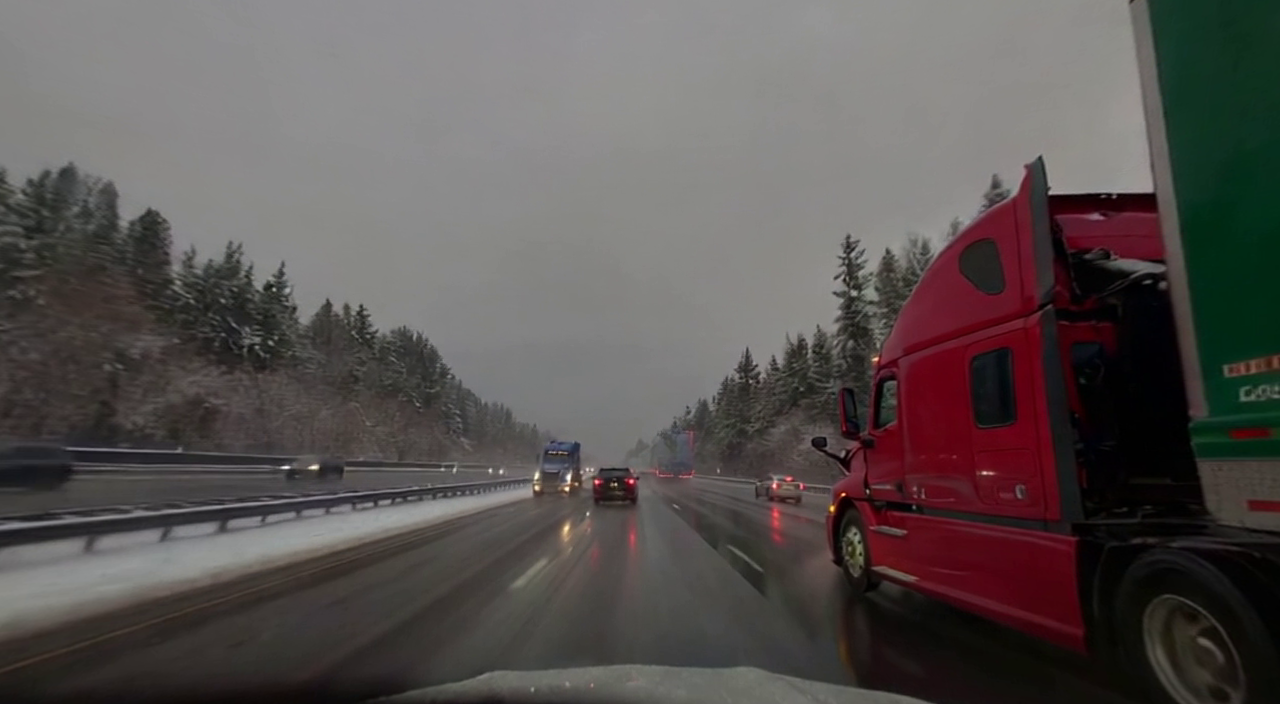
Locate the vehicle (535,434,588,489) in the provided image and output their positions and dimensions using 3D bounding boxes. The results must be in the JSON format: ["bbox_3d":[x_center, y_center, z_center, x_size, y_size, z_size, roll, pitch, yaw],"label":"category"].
[{"bbox_3d":[-5.616,8.200,46.780,2.941,3.604,9.047,1,-10,-2],"label":"vehicle"}]

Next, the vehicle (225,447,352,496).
[{"bbox_3d":[-12.485,4.315,22.792,2.009,1.548,4.603,1,-11,-1],"label":"vehicle"}]

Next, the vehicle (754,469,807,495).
[{"bbox_3d":[8.949,8.299,40.519,1.970,1.517,4.765,2,-11,-5],"label":"vehicle"}]

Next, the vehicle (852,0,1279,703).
[{"bbox_3d":[3.972,-0.454,0.249,2.856,4.040,14.009,1,-11,0],"label":"vehicle"}]

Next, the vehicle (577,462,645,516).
[{"bbox_3d":[-0.904,4.575,21.442,2.010,1.580,4.949,1,-10,-1],"label":"vehicle"}]
